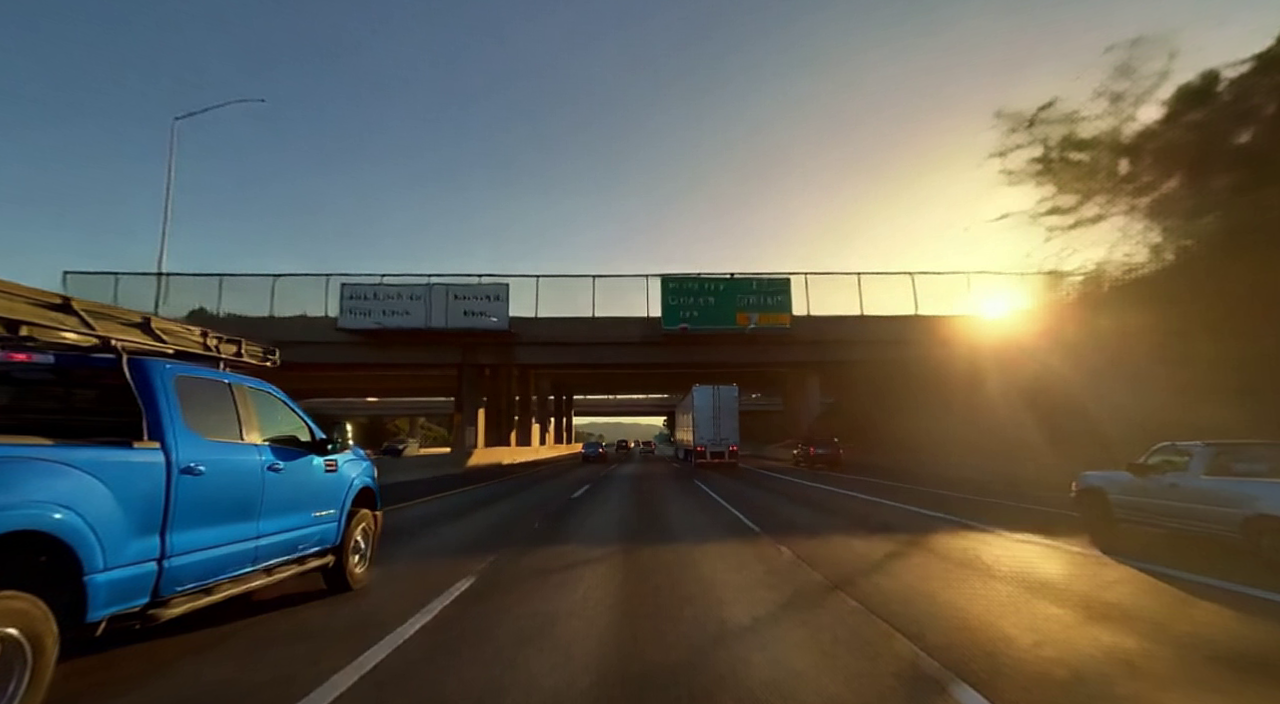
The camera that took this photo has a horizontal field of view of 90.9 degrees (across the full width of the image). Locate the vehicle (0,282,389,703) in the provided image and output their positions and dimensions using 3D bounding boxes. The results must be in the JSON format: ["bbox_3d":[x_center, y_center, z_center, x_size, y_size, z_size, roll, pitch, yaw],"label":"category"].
[{"bbox_3d":[-4.133,0.863,3.701,2.599,2.054,6.288,-1,-8,1],"label":"vehicle"}]

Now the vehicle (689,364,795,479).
[{"bbox_3d":[4.090,3.383,28.675,2.885,4.036,12.891,0,-8,1],"label":"vehicle"}]

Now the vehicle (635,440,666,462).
[{"bbox_3d":[0.732,7.114,45.356,2.092,1.446,4.092,0,-8,0],"label":"vehicle"}]

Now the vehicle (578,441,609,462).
[{"bbox_3d":[-3.425,7.441,47.298,2.077,1.446,4.106,0,-8,0],"label":"vehicle"}]

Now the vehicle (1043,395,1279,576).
[{"bbox_3d":[7.112,1.436,7.144,1.999,1.700,4.640,0,-8,0],"label":"vehicle"}]
